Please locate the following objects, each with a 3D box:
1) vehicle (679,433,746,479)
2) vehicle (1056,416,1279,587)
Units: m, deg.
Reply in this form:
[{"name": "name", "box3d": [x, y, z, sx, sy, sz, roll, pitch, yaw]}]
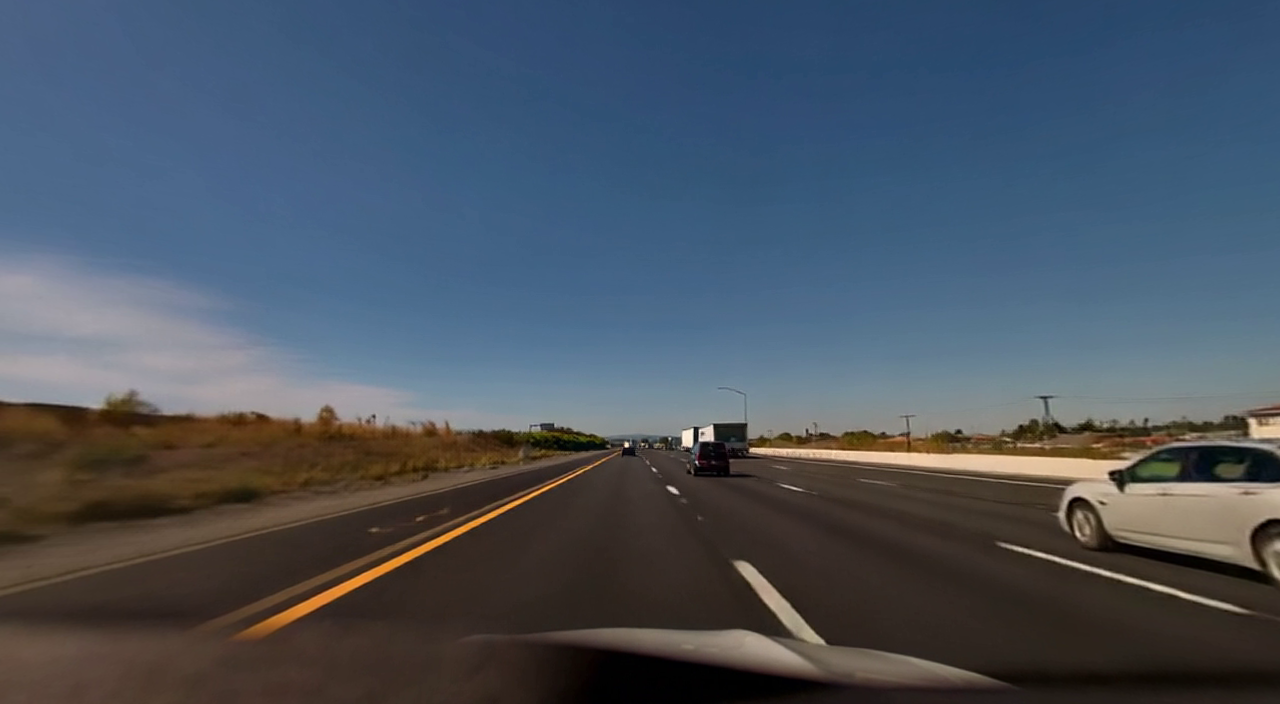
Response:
[{"name": "vehicle", "box3d": [3.008, 4.442, 27.329, 2.141, 1.785, 4.778, 0, -8, -2]}, {"name": "vehicle", "box3d": [6.722, 1.390, 6.049, 2.046, 1.509, 4.929, 0, -8, -1]}]
